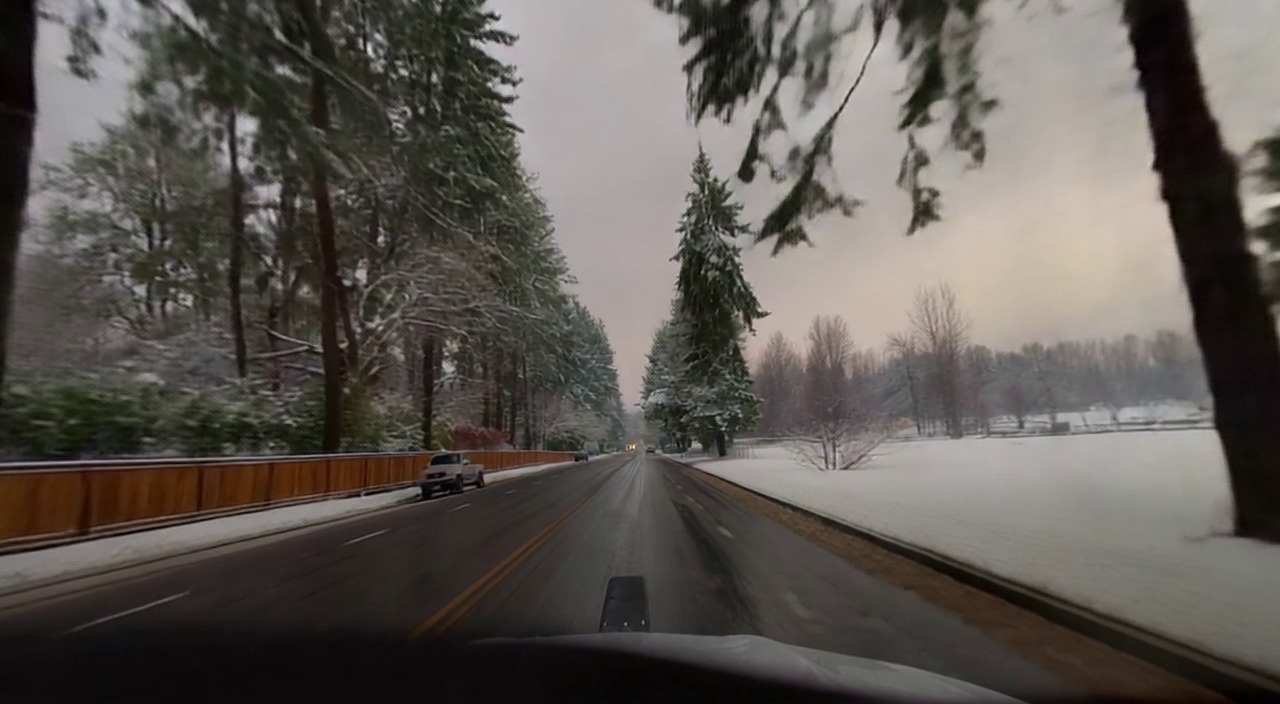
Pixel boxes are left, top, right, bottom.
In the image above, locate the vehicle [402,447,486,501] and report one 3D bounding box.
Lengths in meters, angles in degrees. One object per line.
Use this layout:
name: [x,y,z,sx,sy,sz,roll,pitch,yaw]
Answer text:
vehicle: [-7.667,4.753,24.983,1.945,1.760,4.021,-3,-8,2]
